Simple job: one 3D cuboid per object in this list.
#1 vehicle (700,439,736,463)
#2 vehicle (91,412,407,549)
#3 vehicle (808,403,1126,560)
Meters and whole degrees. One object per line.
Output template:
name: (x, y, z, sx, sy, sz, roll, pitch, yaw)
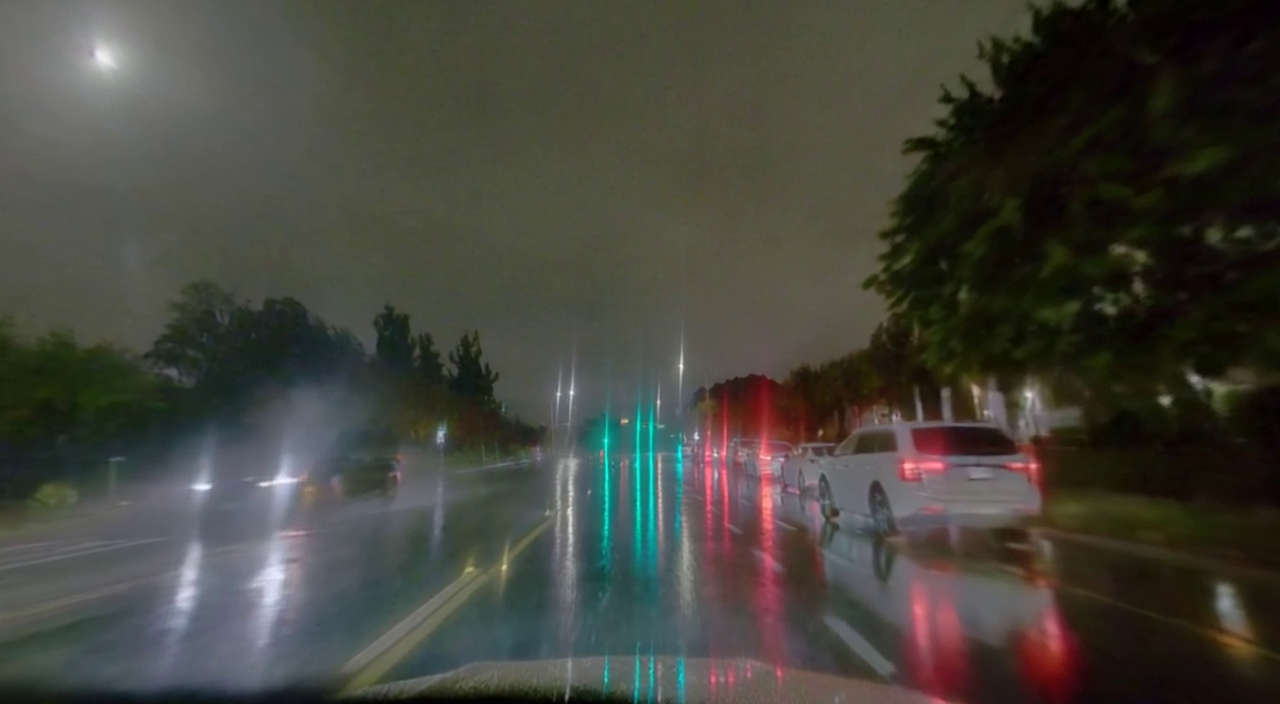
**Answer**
vehicle: (5.291, 6.779, 43.331, 1.837, 1.532, 3.886, 0, -8, -2)
vehicle: (-6.670, 2.269, 12.042, 2.105, 1.919, 6.049, 0, -8, 1)
vehicle: (4.244, 1.761, 9.287, 2.272, 1.744, 4.324, 0, -8, -1)
